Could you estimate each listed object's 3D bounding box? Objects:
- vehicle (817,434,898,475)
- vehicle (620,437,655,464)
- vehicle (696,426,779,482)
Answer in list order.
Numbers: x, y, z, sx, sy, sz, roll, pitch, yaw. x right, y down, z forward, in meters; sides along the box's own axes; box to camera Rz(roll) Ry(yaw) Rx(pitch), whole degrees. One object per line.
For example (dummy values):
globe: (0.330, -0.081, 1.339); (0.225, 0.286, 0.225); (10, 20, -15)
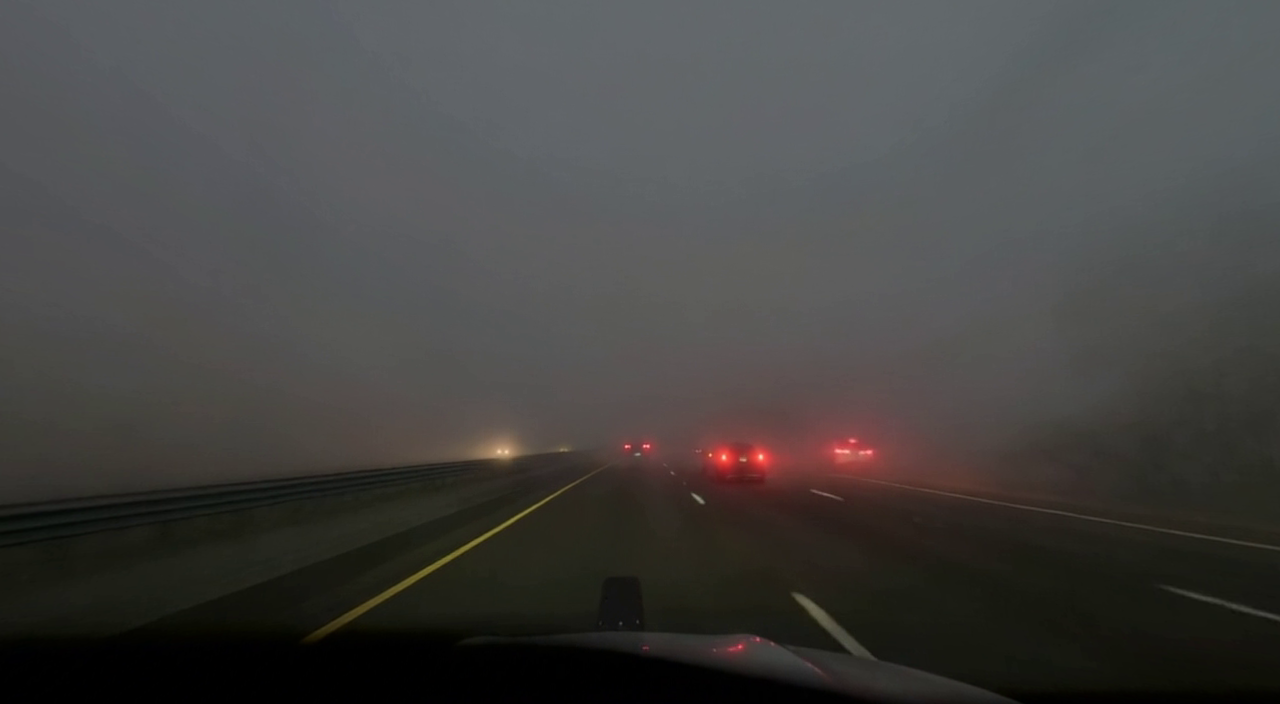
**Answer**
vehicle: (10.554, 5.001, 31.008); (2.161, 1.824, 4.876); (0, -9, -1)
vehicle: (-0.152, 6.426, 41.106); (2.142, 1.664, 4.076); (0, -9, 0)
vehicle: (3.457, 3.754, 23.336); (2.269, 1.839, 4.554); (0, -9, -1)
